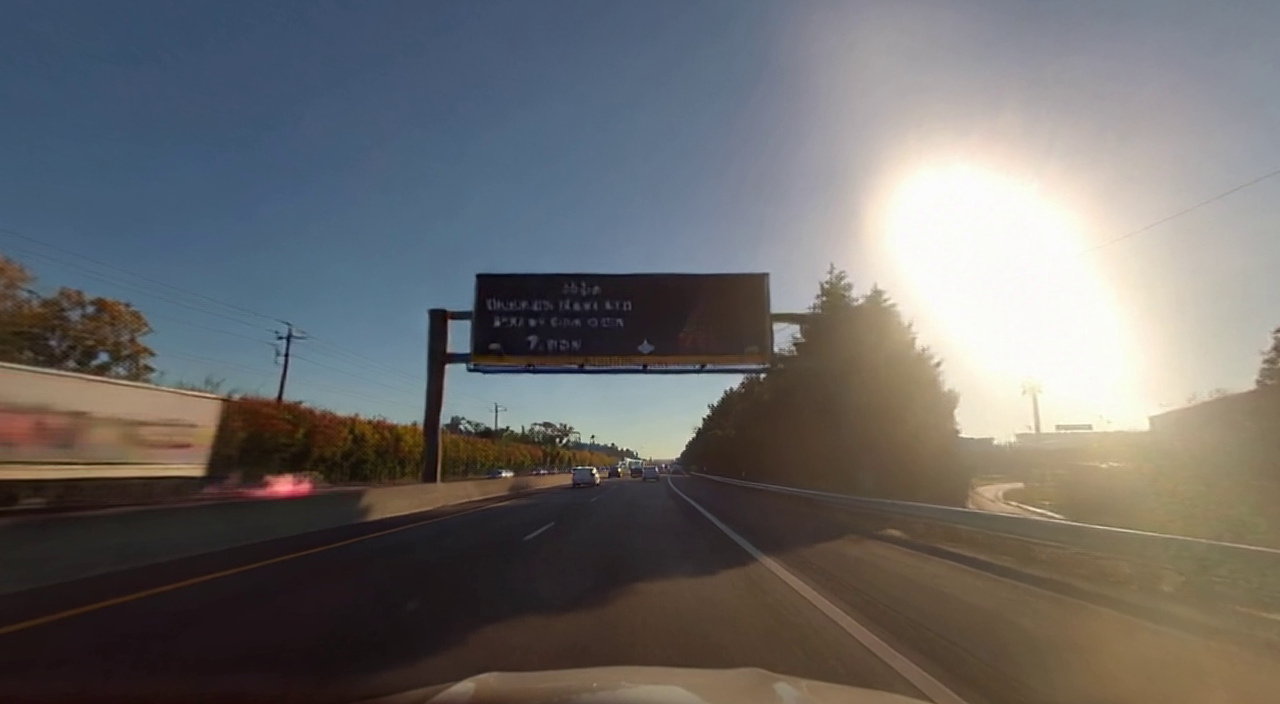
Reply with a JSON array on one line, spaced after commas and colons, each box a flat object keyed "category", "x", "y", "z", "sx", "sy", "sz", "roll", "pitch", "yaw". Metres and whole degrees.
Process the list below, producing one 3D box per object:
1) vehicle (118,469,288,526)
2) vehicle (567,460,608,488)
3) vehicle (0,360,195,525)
[{"category": "vehicle", "x": -12.601, "y": 4.195, "z": 18.599, "sx": 1.860, "sy": 1.444, "sz": 4.291, "roll": 1, "pitch": -11, "yaw": 1}, {"category": "vehicle", "x": -3.451, "y": 8.166, "z": 42.242, "sx": 2.160, "sy": 1.721, "sz": 4.368, "roll": 1, "pitch": -11, "yaw": 2}, {"category": "vehicle", "x": -17.329, "y": 2.693, "z": 18.174, "sx": 2.842, "sy": 4.039, "sz": 7.958, "roll": 1, "pitch": -11, "yaw": 1}]
